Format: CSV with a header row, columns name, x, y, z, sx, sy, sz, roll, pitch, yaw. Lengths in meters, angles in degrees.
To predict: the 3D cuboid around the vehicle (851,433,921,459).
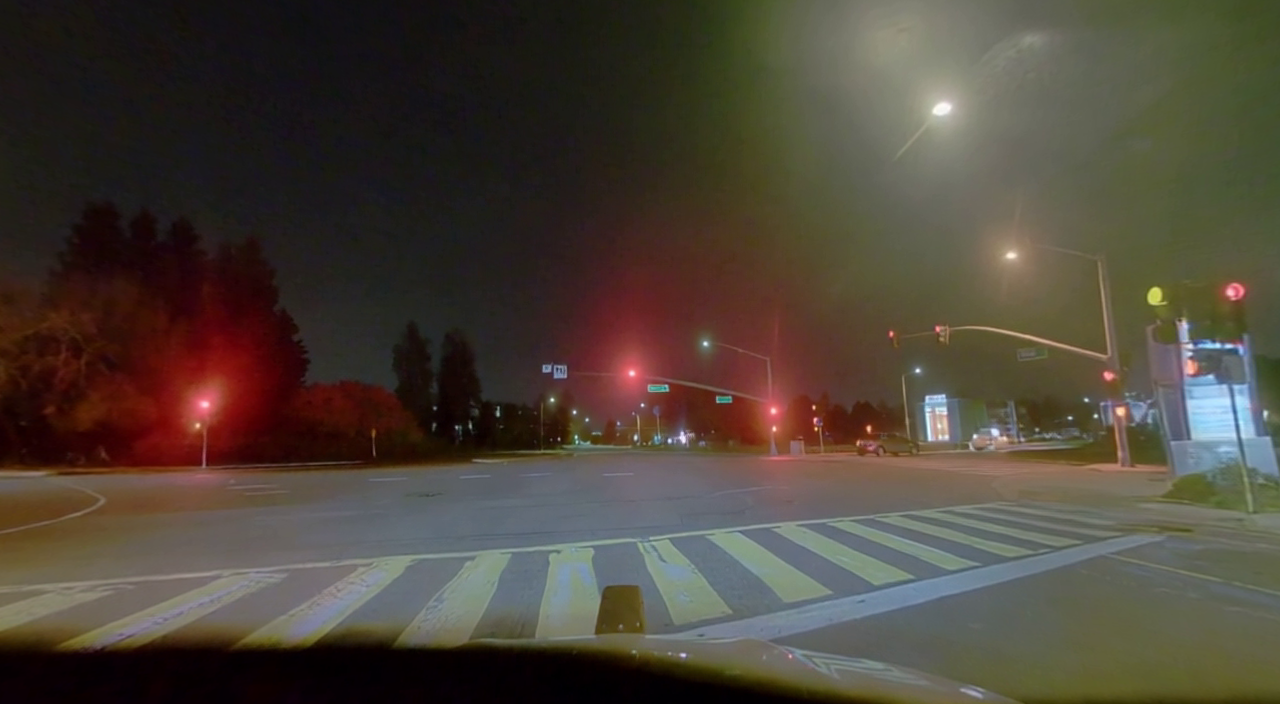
name,x,y,z,sx,sy,sz,roll,pitch,yaw
vehicle,17.637,6.748,45.320,4.600,1.783,1.970,4,-10,-26
